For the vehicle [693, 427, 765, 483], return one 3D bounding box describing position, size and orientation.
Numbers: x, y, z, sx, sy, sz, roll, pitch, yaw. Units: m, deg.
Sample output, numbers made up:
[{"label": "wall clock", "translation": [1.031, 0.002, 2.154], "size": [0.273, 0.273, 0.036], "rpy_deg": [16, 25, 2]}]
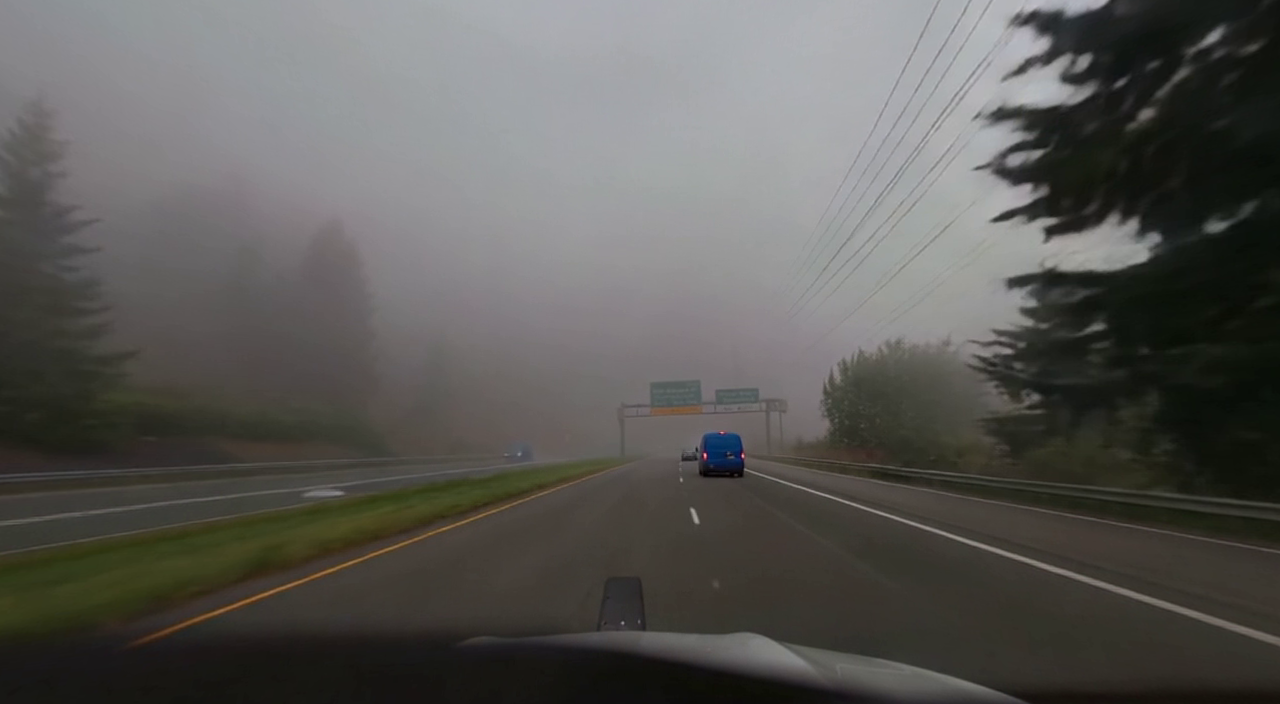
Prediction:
[{"label": "vehicle", "translation": [3.397, 4.087, 25.172], "size": [2.261, 1.969, 5.104], "rpy_deg": [0, -9, 1]}]
